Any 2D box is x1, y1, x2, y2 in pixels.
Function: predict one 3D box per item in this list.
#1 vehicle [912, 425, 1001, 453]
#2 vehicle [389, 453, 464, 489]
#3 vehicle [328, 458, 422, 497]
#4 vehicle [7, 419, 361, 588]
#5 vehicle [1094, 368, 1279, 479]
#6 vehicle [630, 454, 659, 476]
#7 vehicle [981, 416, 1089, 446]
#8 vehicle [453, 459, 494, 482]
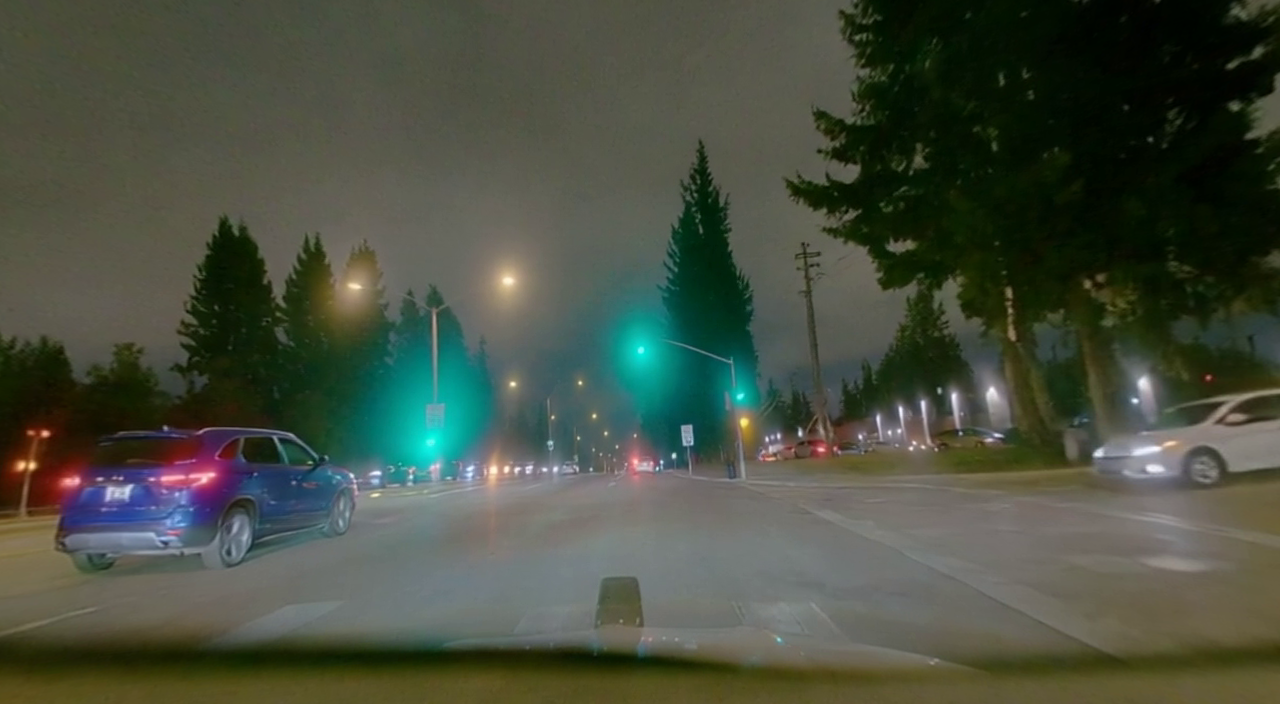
[{"bbox_3d":[18.976,5.206,37.999,1.947,1.477,4.661,5,-8,-21],"label":"vehicle"},{"bbox_3d":[-12.129,6.757,36.252,2.167,1.799,5.682,0,-8,1],"label":"vehicle"},{"bbox_3d":[-11.479,5.491,27.666,2.149,1.527,4.691,0,-11,-1],"label":"vehicle"},{"bbox_3d":[-6.176,2.041,9.398,2.027,1.908,4.273,0,-8,0],"label":"vehicle"},{"bbox_3d":[12.129,1.312,11.911,5.357,1.845,2.151,-2,-8,-1],"label":"vehicle"},{"bbox_3d":[0.330,8.388,47.115,2.091,1.494,3.962,0,-8,0],"label":"vehicle"},{"bbox_3d":[20.991,4.272,33.662,1.876,1.465,4.500,4,-9,-26],"label":"vehicle"},{"bbox_3d":[-11.975,8.533,45.539,1.871,1.539,3.929,0,-8,0],"label":"vehicle"}]
